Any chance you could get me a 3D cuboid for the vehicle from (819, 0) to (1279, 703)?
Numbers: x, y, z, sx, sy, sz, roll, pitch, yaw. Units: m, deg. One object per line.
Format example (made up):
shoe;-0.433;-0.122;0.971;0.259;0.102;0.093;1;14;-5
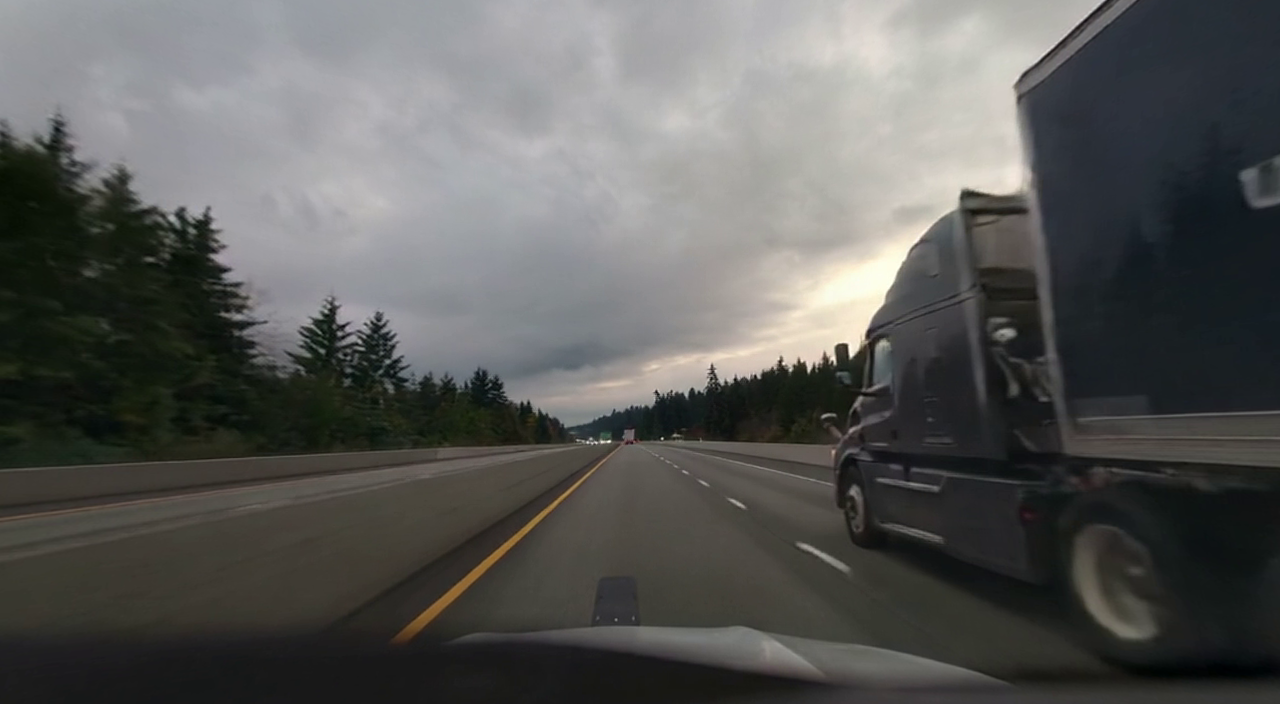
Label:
vehicle;3.897;-0.296;2.600;2.965;3.887;10.328;0;-8;-2
